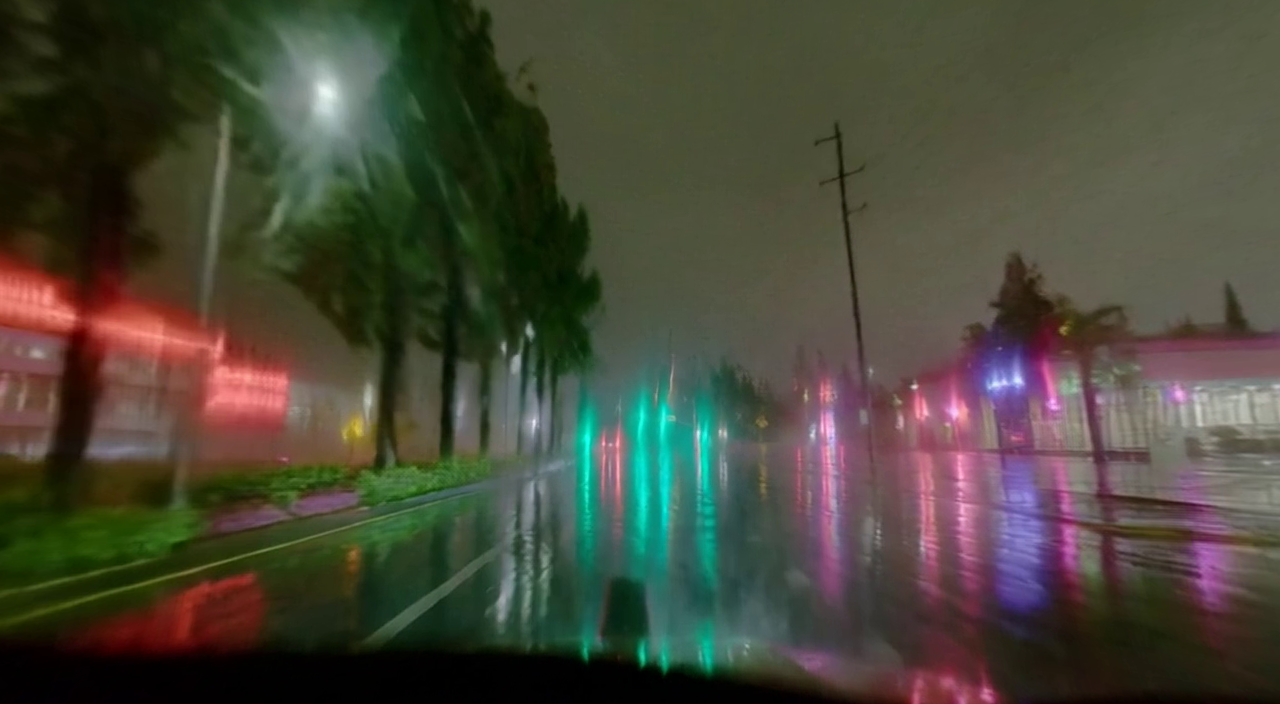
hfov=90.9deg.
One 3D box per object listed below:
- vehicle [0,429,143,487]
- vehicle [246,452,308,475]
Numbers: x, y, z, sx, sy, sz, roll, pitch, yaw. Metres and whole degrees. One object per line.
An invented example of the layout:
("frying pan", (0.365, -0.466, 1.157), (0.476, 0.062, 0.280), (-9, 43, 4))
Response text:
("vehicle", (-29.565, 5.442, 32.408), (5.890, 2.815, 2.228), (0, -8, -2))
("vehicle", (-26.163, 8.027, 45.585), (1.850, 1.477, 4.492), (0, -8, 0))
